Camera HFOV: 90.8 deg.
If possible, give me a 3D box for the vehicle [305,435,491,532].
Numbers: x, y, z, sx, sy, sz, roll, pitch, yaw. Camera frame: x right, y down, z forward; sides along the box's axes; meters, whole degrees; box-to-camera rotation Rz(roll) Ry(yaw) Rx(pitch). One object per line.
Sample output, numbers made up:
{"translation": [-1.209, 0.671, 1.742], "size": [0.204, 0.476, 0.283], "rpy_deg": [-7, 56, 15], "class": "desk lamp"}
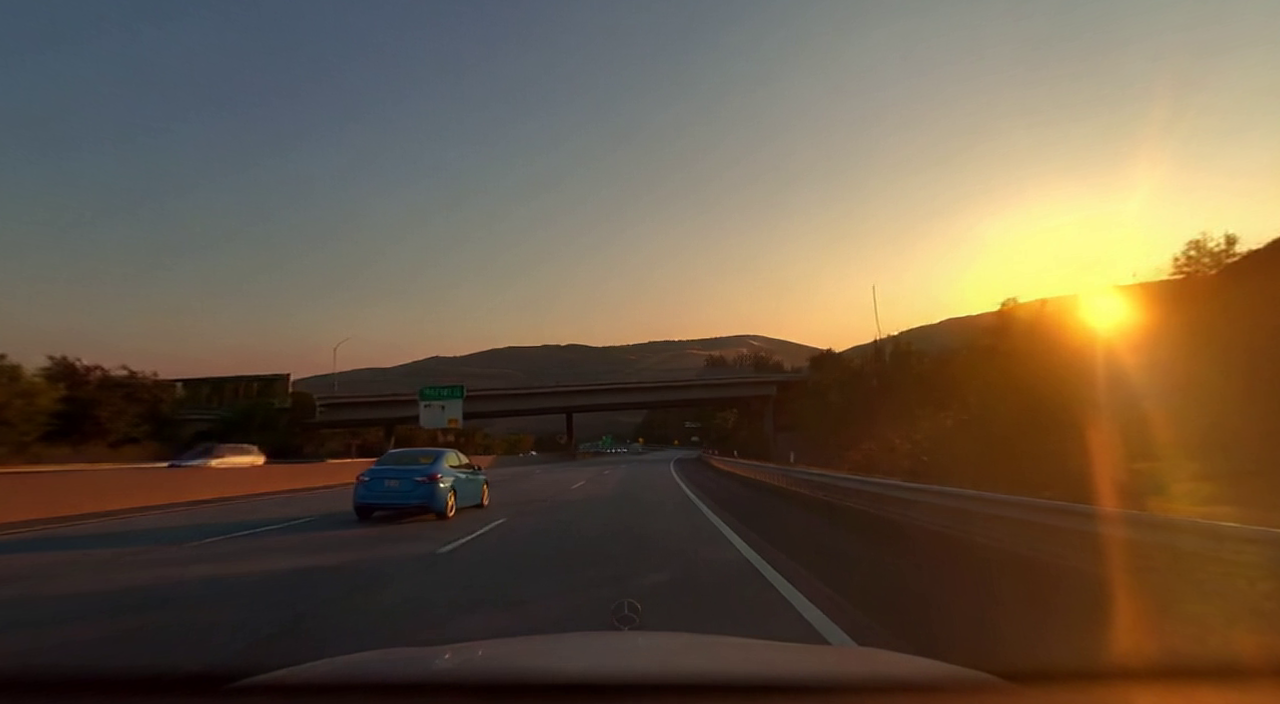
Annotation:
{"translation": [-4.277, 2.370, 11.904], "size": [1.928, 1.504, 3.745], "rpy_deg": [0, -9, 1], "class": "vehicle"}
